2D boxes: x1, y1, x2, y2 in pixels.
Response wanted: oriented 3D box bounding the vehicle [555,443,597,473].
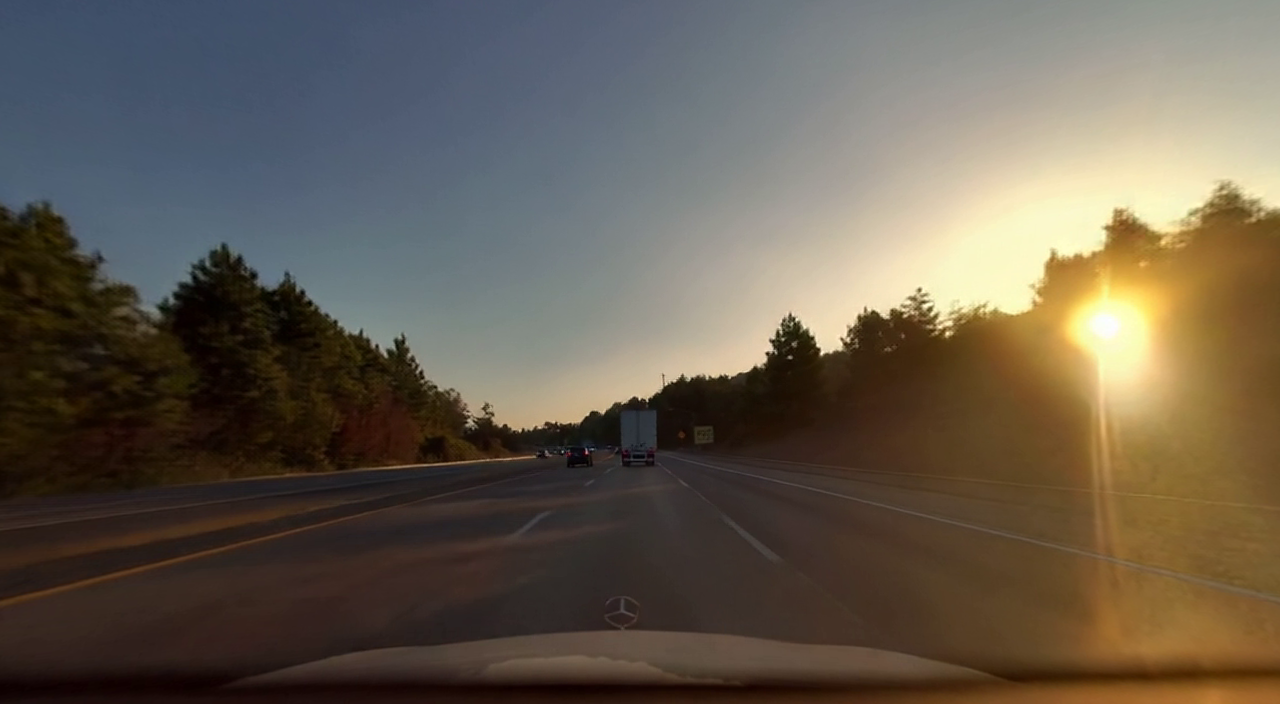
[{"bbox_3d":[-3.762,6.329,37.572,2.112,1.645,4.129,0,-9,-1],"label":"vehicle"}]
